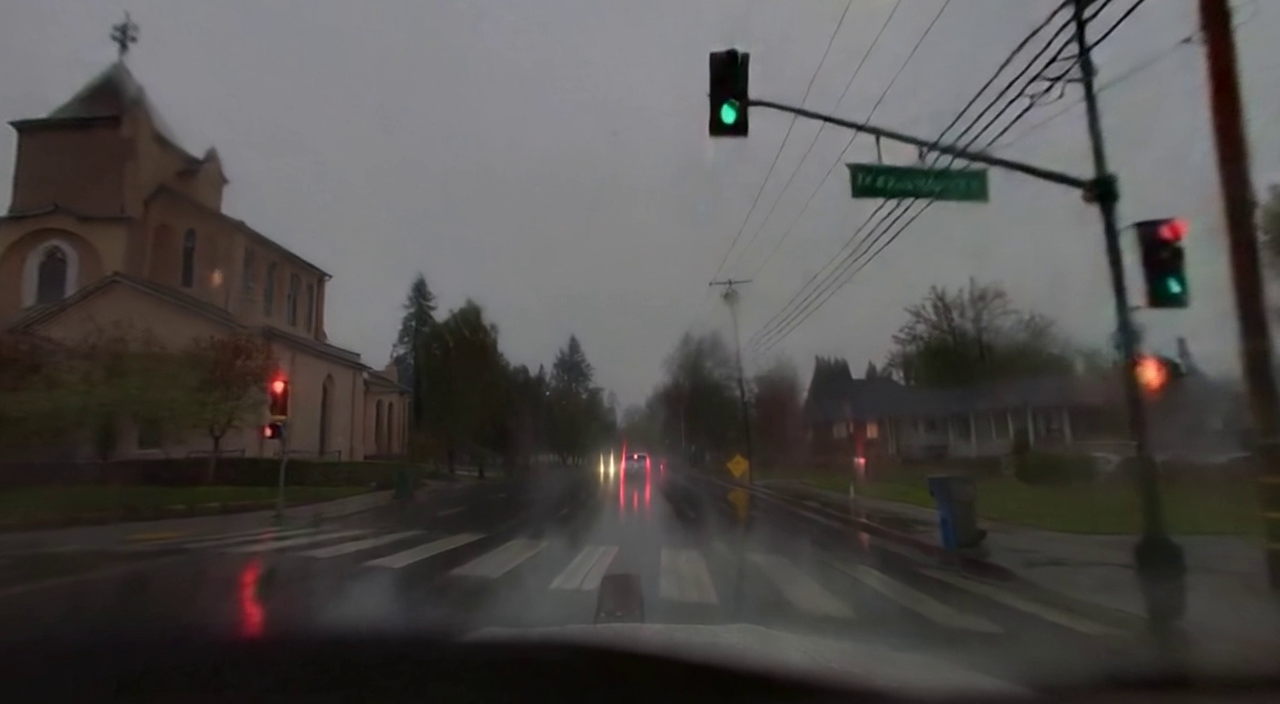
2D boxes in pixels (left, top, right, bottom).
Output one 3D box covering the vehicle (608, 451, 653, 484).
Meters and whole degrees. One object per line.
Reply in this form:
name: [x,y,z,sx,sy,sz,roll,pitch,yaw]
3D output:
vehicle: [-0.453,5.732,31.417,2.093,1.497,4.010,0,-9,-1]
